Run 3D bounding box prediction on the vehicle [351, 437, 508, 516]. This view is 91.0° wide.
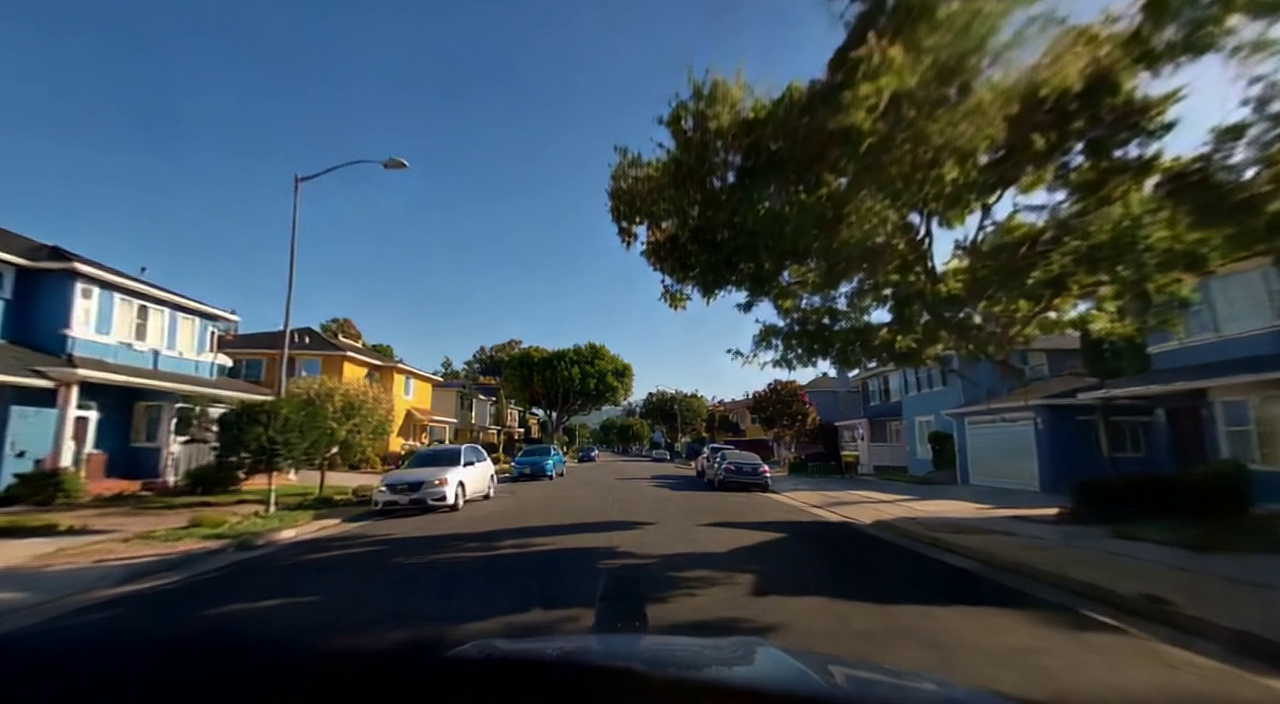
[{"bbox_3d":[-4.542,2.738,14.623,2.020,1.470,5.300,0,-8,-2],"label":"vehicle"}]

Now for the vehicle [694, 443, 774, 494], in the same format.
[{"bbox_3d":[3.008,3.817,21.100,1.888,1.484,4.476,0,-8,-1],"label":"vehicle"}]

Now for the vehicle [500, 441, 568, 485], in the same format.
[{"bbox_3d":[-4.315,4.577,26.342,2.089,1.508,4.537,2,-7,-1],"label":"vehicle"}]
